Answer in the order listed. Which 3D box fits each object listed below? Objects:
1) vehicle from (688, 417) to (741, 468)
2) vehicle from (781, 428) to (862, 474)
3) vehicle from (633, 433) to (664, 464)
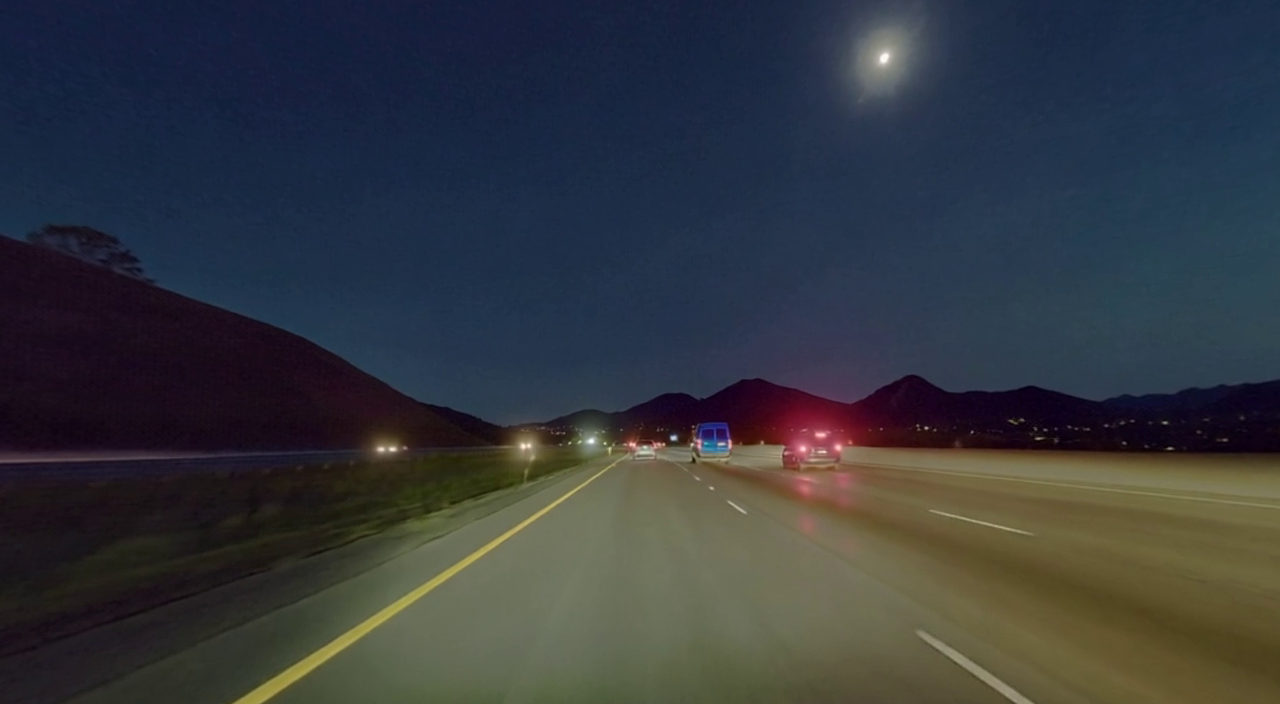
[{"bbox_3d":[4.157,5.240,36.460,2.302,2.670,6.176,0,-8,0],"label":"vehicle"},{"bbox_3d":[8.188,4.534,29.019,2.240,1.925,4.854,0,-8,-1],"label":"vehicle"},{"bbox_3d":[0.548,6.961,45.571,2.131,2.122,4.473,0,-8,0],"label":"vehicle"}]
